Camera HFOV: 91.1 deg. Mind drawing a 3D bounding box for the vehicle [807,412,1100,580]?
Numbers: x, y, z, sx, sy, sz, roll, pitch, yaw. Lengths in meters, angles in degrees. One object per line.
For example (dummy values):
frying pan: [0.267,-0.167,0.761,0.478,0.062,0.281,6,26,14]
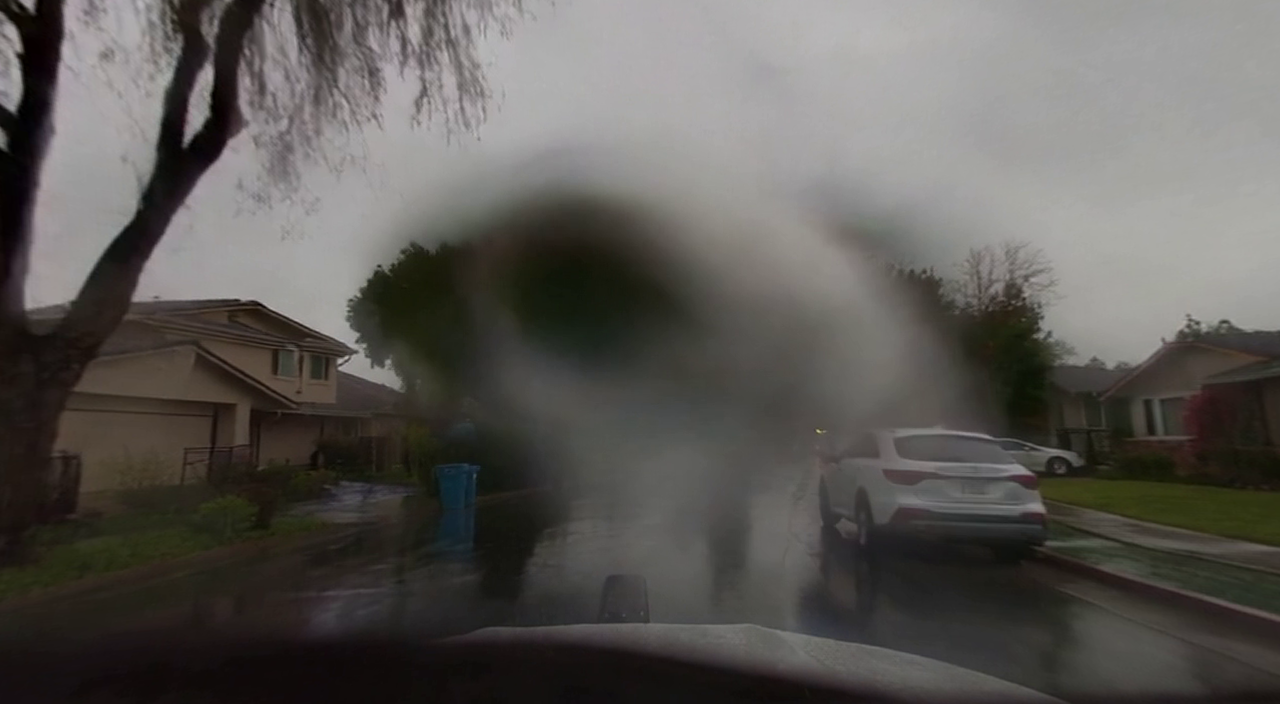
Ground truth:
vehicle: [3.981,1.890,9.130,2.163,1.760,4.591,0,-9,4]
